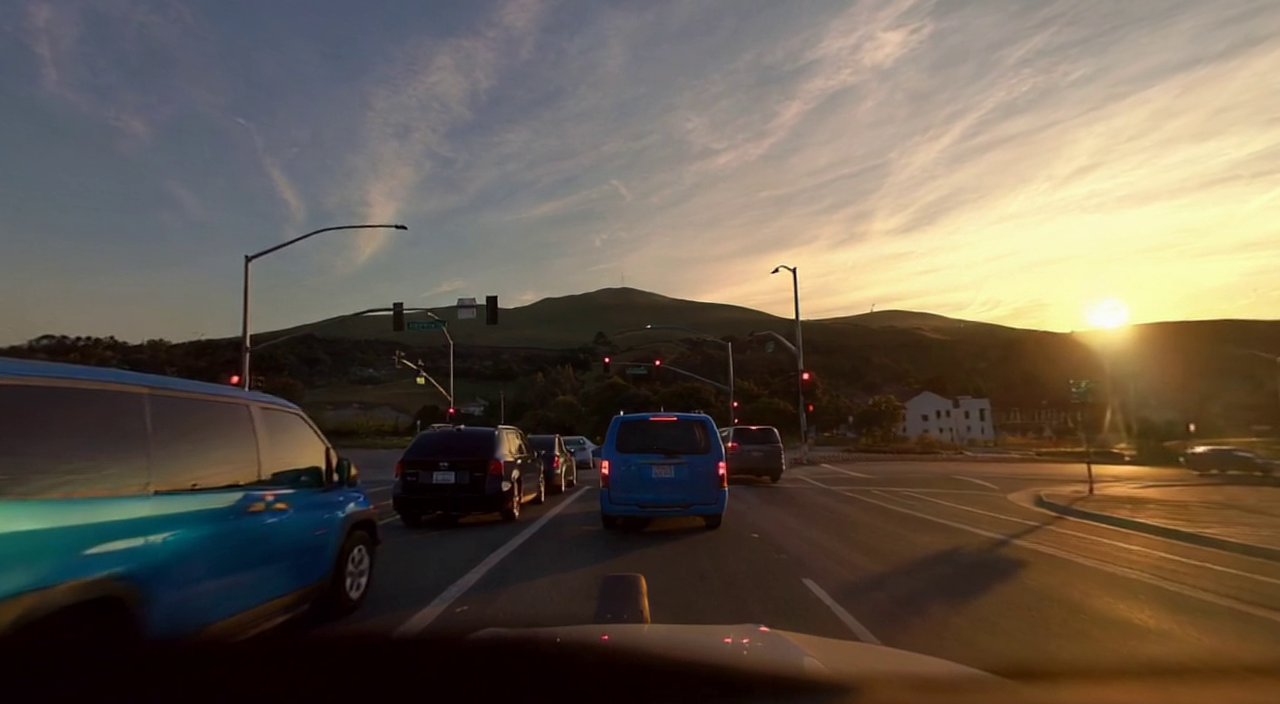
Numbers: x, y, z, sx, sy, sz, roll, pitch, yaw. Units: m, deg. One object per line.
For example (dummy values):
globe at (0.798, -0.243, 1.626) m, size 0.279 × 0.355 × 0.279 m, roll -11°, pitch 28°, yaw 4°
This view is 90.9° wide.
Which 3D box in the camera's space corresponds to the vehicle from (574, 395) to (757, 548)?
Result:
vehicle at (0.295, 1.758, 9.813) m, size 2.185 × 1.822 × 4.391 m, roll 0°, pitch -8°, yaw 0°

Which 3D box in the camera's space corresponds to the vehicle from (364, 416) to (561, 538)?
vehicle at (-2.682, 2.021, 10.779) m, size 1.972 × 1.642 × 4.372 m, roll 0°, pitch -8°, yaw 2°

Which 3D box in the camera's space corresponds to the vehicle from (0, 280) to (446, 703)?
vehicle at (-2.798, 0.893, 3.047) m, size 2.131 × 1.783 × 4.540 m, roll 0°, pitch -8°, yaw 2°

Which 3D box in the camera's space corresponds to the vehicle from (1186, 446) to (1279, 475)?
vehicle at (31.881, 5.659, 33.049) m, size 4.696 × 1.461 × 1.810 m, roll 0°, pitch -8°, yaw 1°
